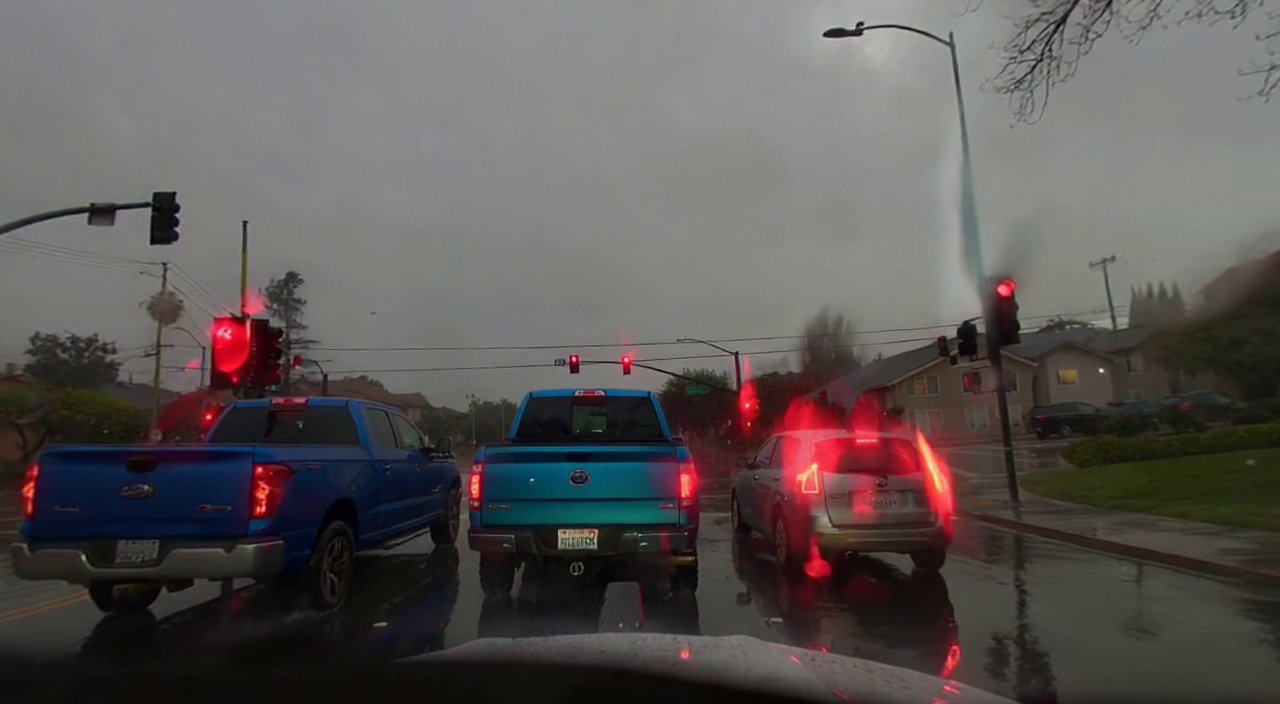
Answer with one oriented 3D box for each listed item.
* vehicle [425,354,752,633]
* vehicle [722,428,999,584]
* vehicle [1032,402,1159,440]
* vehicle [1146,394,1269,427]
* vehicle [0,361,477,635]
[{"bbox_3d":[-0.395,1.313,6.742,2.282,1.964,4.421,0,-9,-1],"label":"vehicle"},{"bbox_3d":[2.408,1.816,8.312,2.016,1.481,4.336,0,-9,-1],"label":"vehicle"},{"bbox_3d":[23.318,3.590,32.481,4.721,1.866,2.188,0,-9,2],"label":"vehicle"},{"bbox_3d":[29.271,3.046,32.687,4.540,1.543,1.803,0,-9,0],"label":"vehicle"},{"bbox_3d":[-3.460,1.352,6.888,2.146,1.828,5.148,0,-9,-2],"label":"vehicle"}]
